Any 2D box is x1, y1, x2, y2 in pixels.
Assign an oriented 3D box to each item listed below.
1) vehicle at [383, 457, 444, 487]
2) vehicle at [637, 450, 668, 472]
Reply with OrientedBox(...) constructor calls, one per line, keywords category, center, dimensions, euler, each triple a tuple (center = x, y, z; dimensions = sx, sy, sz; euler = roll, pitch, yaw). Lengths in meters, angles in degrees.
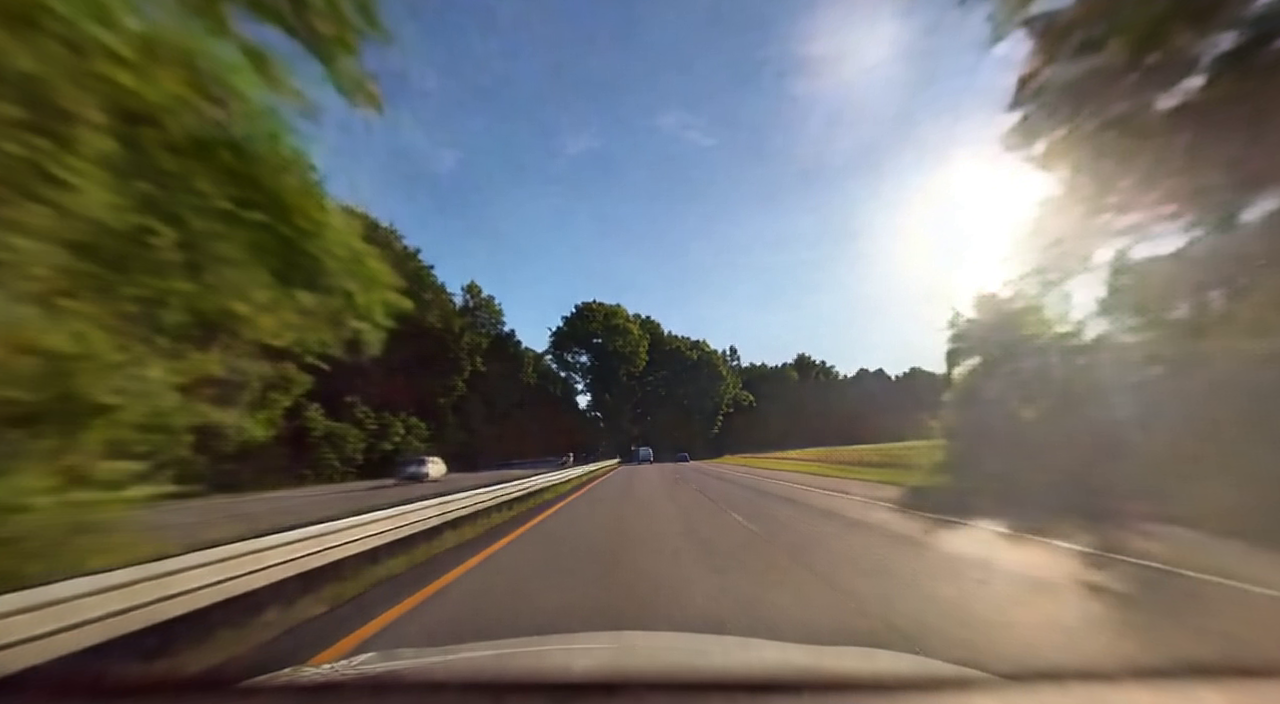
OrientedBox(category="vehicle", center=(-12.460, 6.612, 34.972), dimensions=(1.847, 1.472, 4.038), euler=(0, -9, 1))
OrientedBox(category="vehicle", center=(0.891, 8.014, 46.388), dimensions=(2.162, 1.492, 3.975), euler=(0, -9, 0))
